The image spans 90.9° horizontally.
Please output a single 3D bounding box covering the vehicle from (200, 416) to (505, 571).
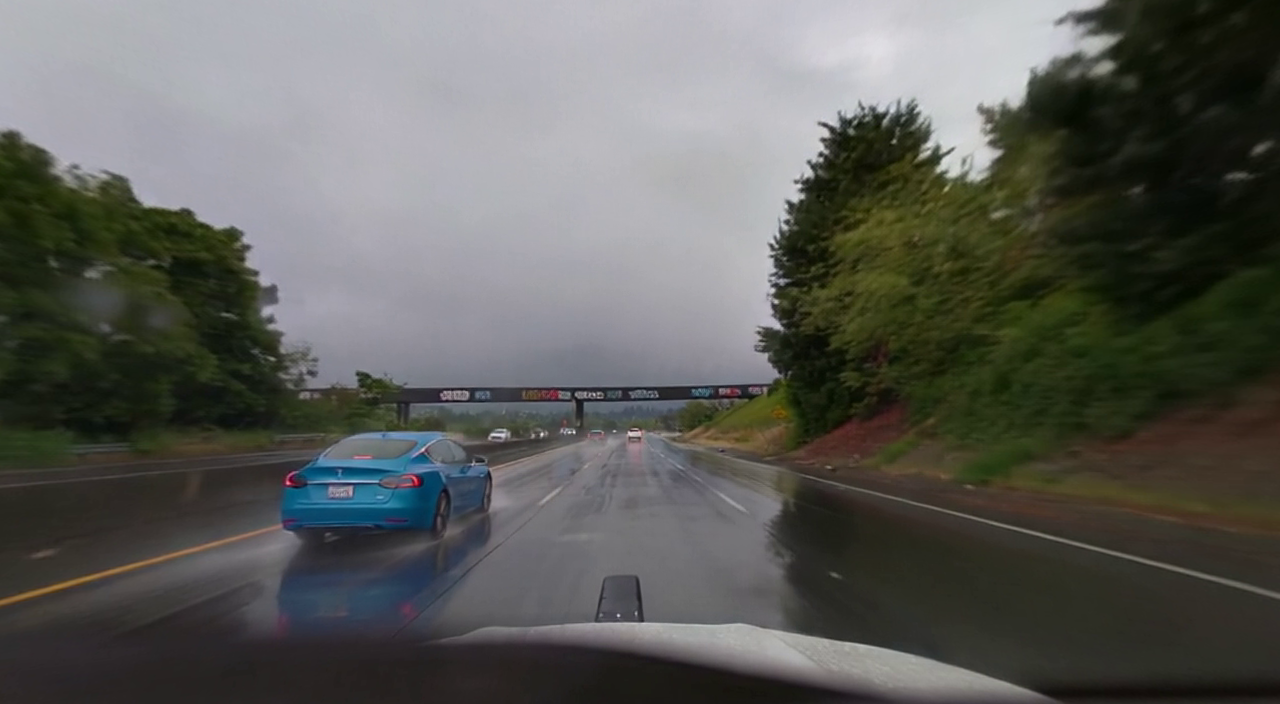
[{"bbox_3d":[-3.412,1.747,8.733,2.108,1.555,4.574,0,-8,-1],"label":"vehicle"}]
